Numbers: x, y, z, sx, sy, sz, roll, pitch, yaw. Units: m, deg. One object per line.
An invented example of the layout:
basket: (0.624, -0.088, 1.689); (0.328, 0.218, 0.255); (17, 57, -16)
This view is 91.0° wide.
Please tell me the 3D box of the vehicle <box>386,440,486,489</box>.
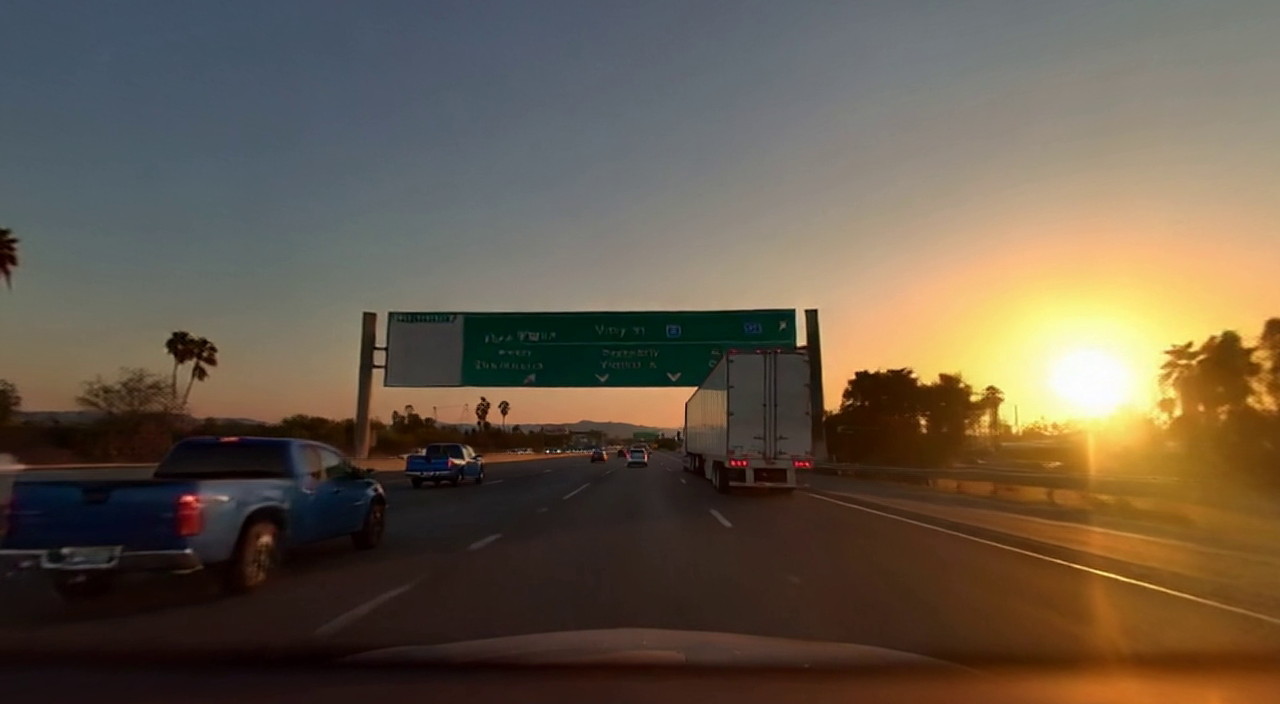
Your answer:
vehicle: (-7.885, 4.371, 24.928); (2.264, 1.728, 4.940); (0, -9, 1)

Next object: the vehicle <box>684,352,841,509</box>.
vehicle: (3.748, 3.256, 24.715); (2.891, 4.123, 16.415); (0, -9, 0)

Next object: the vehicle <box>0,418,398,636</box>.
vehicle: (-4.448, 1.557, 6.606); (2.120, 1.537, 4.139); (0, -9, 0)
